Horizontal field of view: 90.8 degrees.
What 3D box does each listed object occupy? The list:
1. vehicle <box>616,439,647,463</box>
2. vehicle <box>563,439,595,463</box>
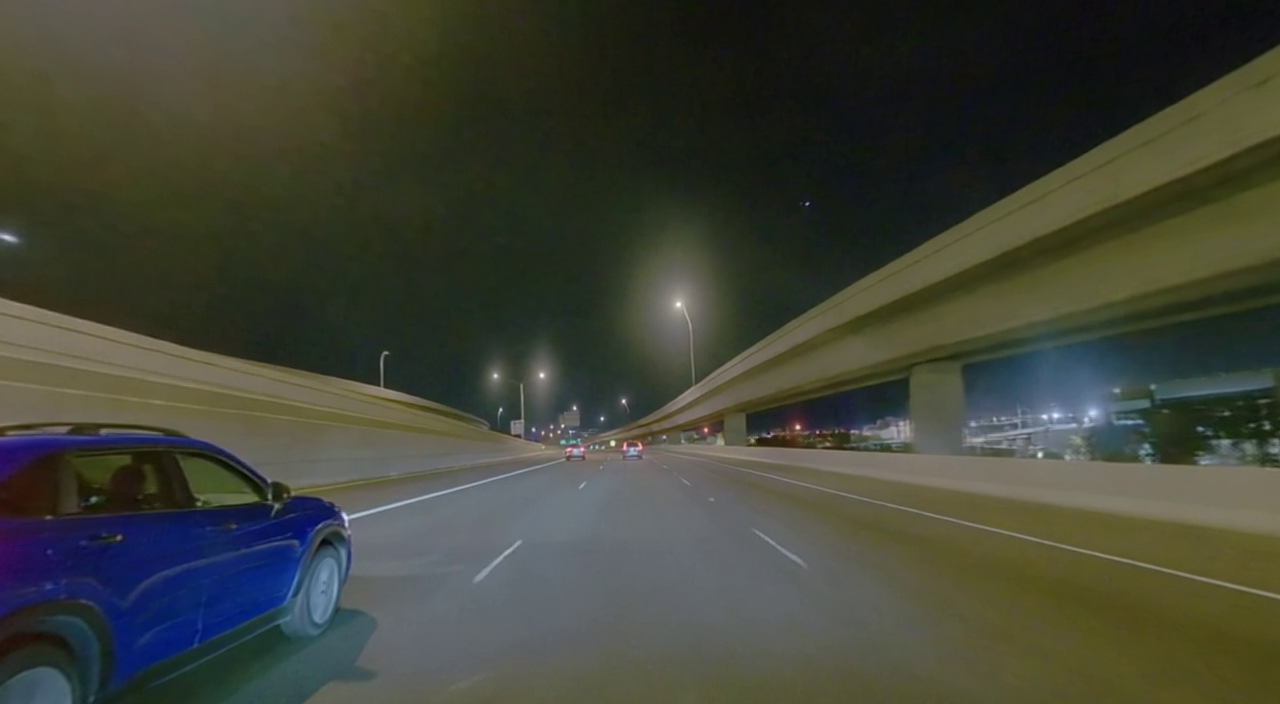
[{"bbox_3d":[-0.652,7.093,45.496,2.132,1.657,3.967,0,-8,-2],"label":"vehicle"},{"bbox_3d":[-4.466,7.282,46.570,2.000,1.646,4.201,0,-8,-1],"label":"vehicle"}]
